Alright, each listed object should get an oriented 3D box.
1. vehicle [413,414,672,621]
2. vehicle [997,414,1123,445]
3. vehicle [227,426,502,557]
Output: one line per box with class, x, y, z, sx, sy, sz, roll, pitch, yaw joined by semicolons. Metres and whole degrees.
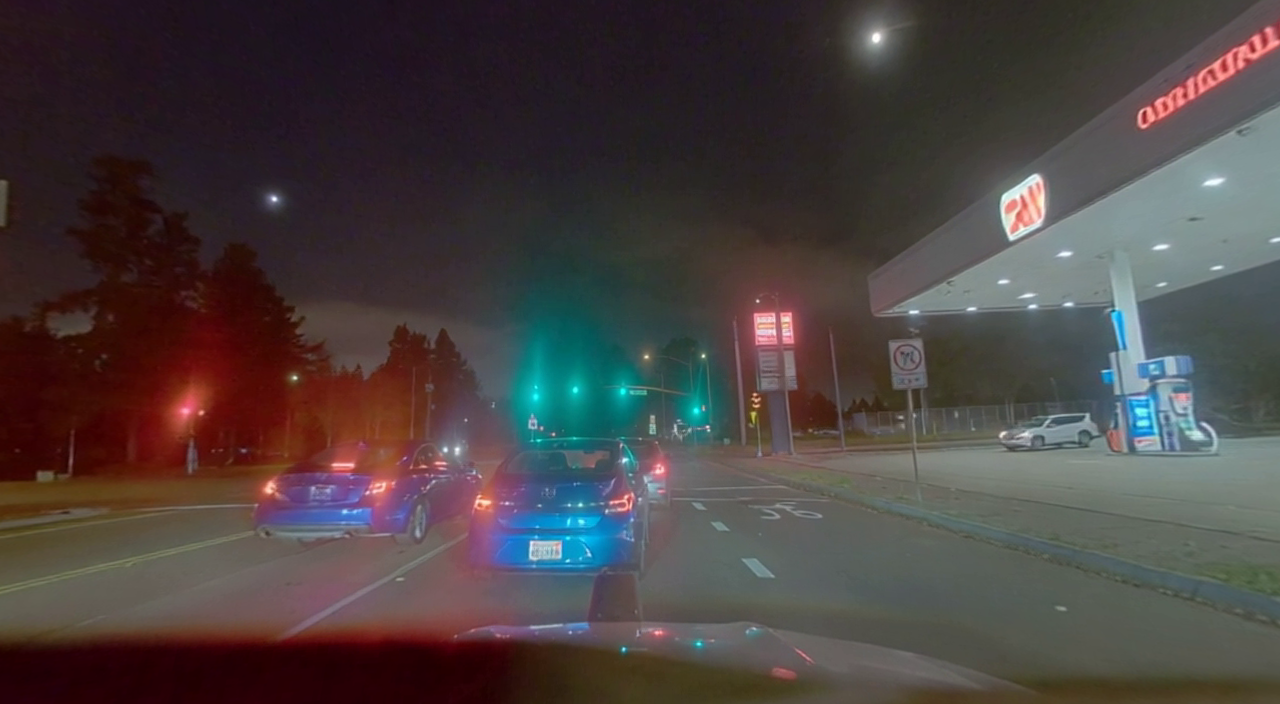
vehicle;-0.648;1.548;6.963;1.916;1.510;4.447;0;-8;2
vehicle;21.164;3.936;31.995;4.874;1.502;2.048;0;-8;0
vehicle;-3.756;1.983;9.830;1.995;1.506;4.773;0;-8;2
